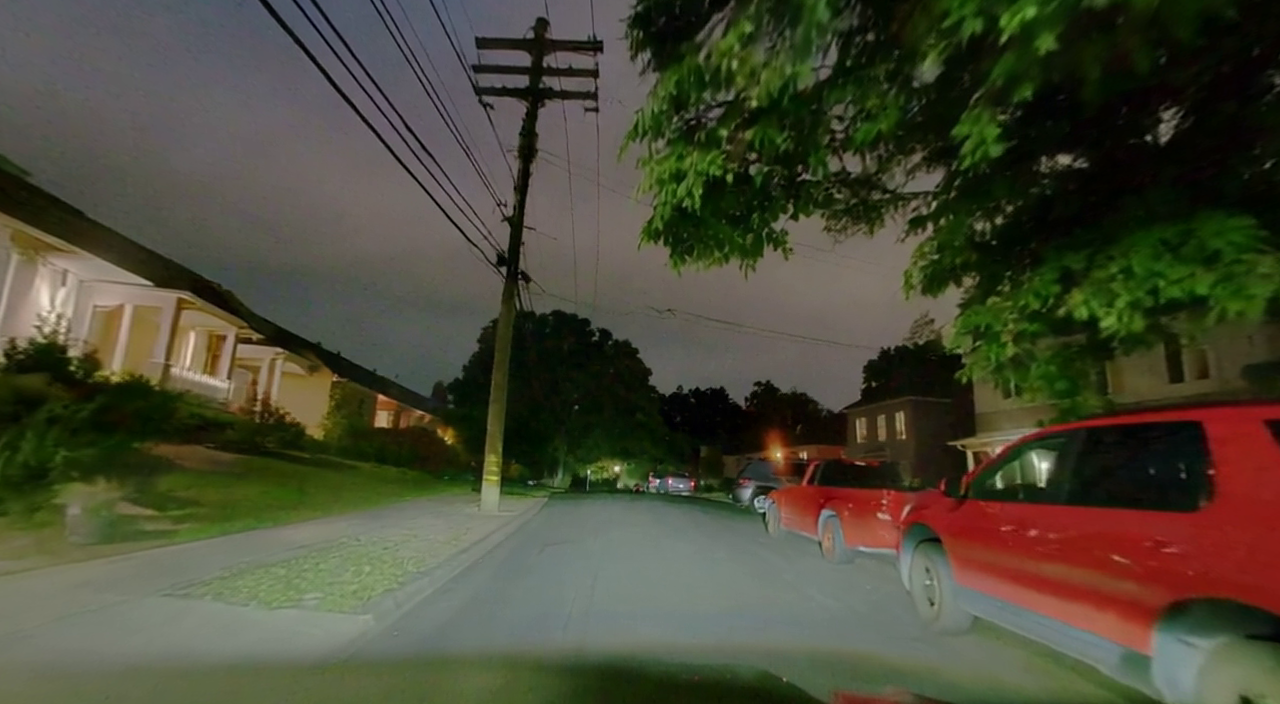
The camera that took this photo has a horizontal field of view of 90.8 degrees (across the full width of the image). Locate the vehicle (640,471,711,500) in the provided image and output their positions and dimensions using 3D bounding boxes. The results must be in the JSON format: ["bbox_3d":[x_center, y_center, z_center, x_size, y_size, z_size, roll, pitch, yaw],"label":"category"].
[{"bbox_3d":[2.352,8.877,42.275,4.413,1.728,1.869,1,-9,-10],"label":"vehicle"}]

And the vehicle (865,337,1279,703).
[{"bbox_3d":[3.199,1.016,3.287,2.076,1.780,4.959,0,-9,-2],"label":"vehicle"}]
